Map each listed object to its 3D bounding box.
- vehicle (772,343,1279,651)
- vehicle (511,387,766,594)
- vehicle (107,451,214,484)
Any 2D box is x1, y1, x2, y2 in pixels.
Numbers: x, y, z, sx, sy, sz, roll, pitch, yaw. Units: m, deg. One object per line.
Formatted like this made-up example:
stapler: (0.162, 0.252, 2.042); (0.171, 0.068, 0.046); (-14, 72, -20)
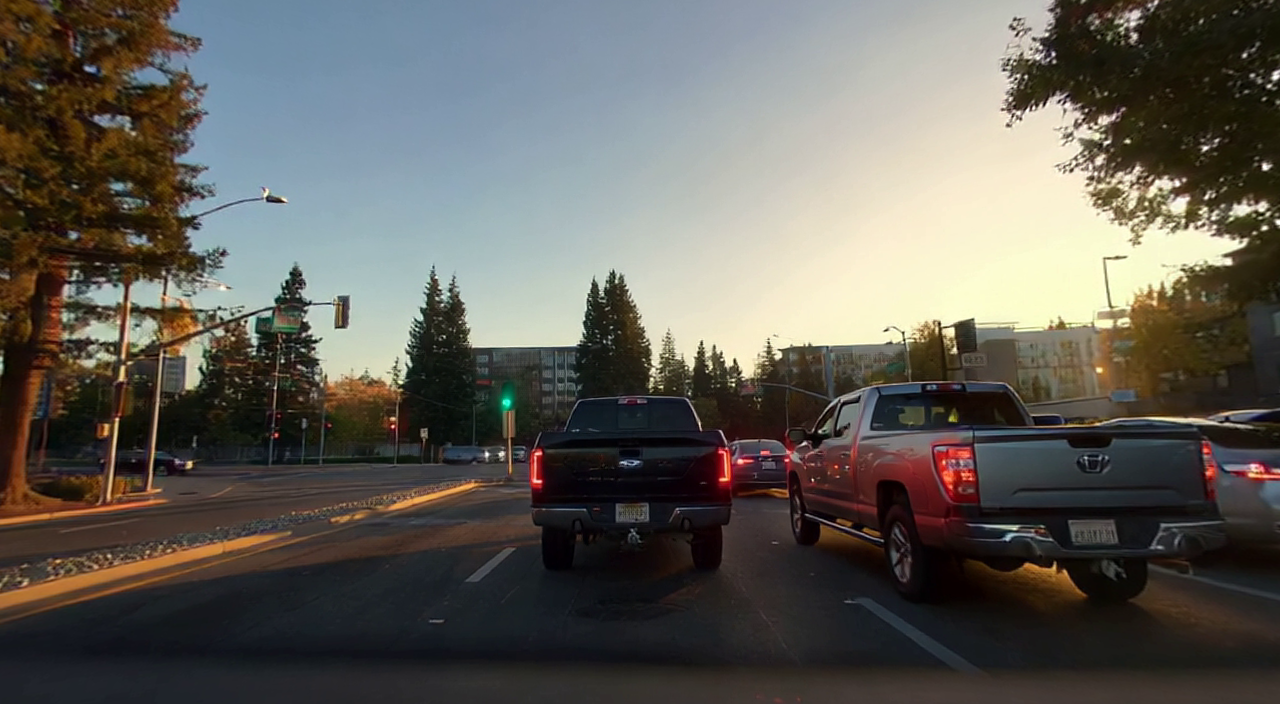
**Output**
vehicle: (3.319, 1.328, 6.923); (2.412, 1.953, 5.682); (0, -9, -1)
vehicle: (-0.063, 1.594, 8.157); (2.240, 1.821, 5.001); (0, -9, -1)
vehicle: (-26.393, 6.334, 34.988); (4.437, 1.669, 1.936); (5, -10, -30)
